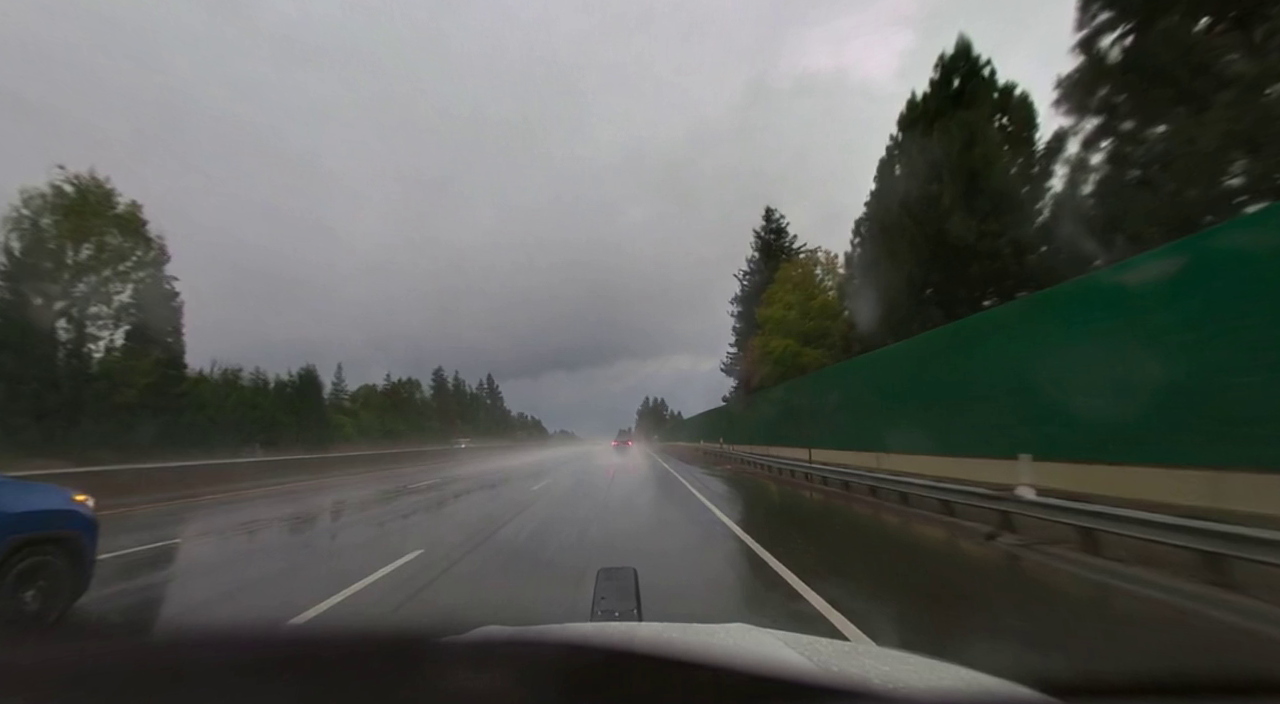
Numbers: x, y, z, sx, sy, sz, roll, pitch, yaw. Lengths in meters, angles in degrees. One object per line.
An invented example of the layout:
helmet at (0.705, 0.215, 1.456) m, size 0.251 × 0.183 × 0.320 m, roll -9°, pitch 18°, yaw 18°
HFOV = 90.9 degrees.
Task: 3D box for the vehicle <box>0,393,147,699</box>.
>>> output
vehicle at (-4.280, 0.786, 1.699) m, size 2.072 × 1.545 × 4.767 m, roll 0°, pitch -8°, yaw -1°

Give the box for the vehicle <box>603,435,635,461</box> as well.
vehicle at (-1.250, 5.773, 38.182) m, size 1.836 × 1.450 × 3.519 m, roll 0°, pitch -8°, yaw -1°
